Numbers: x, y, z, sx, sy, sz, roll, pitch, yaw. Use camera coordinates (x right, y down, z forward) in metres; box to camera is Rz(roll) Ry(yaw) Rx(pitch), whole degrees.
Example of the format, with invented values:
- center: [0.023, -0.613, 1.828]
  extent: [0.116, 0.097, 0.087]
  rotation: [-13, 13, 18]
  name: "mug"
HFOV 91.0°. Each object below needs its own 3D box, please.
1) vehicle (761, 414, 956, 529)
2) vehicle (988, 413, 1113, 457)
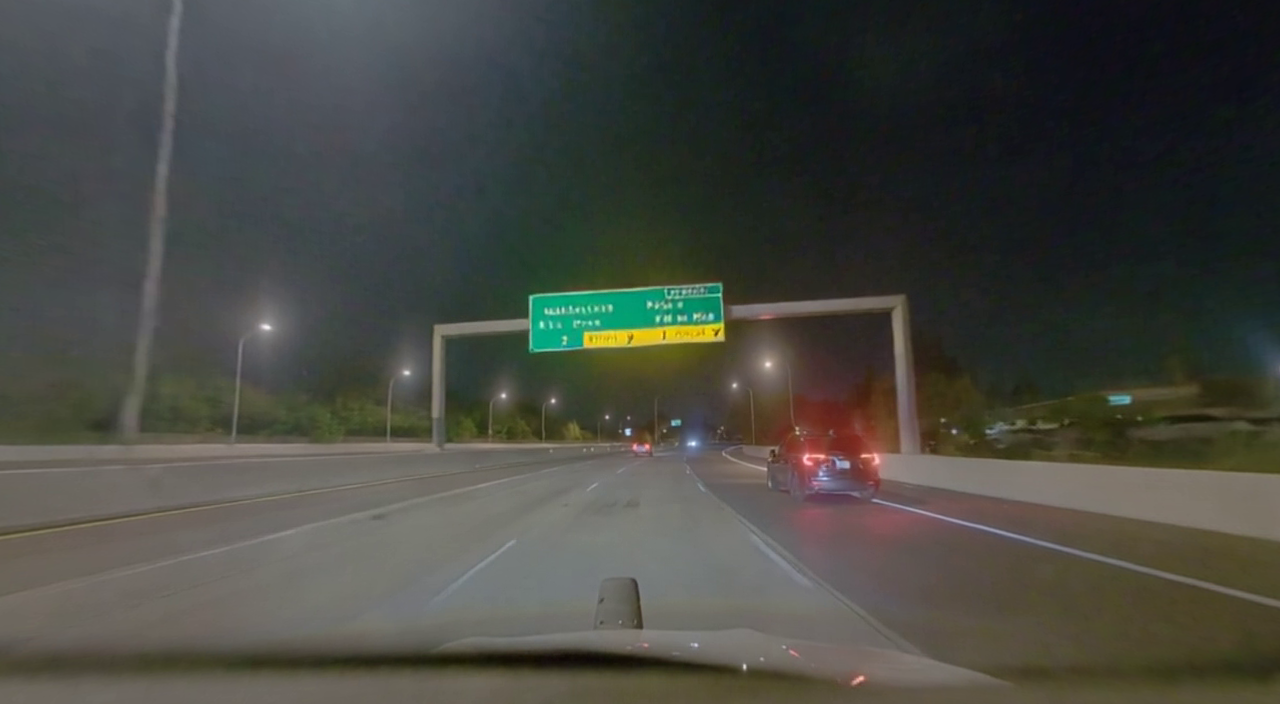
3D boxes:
- center: [3.734, 2.134, 11.731]
  extent: [2.090, 1.715, 4.228]
  rotation: [0, -9, 0]
  name: "vehicle"
- center: [23.685, 4.879, 36.506]
  extent: [5.707, 2.048, 2.282]
  rotation: [-10, -13, 34]
  name: "vehicle"
